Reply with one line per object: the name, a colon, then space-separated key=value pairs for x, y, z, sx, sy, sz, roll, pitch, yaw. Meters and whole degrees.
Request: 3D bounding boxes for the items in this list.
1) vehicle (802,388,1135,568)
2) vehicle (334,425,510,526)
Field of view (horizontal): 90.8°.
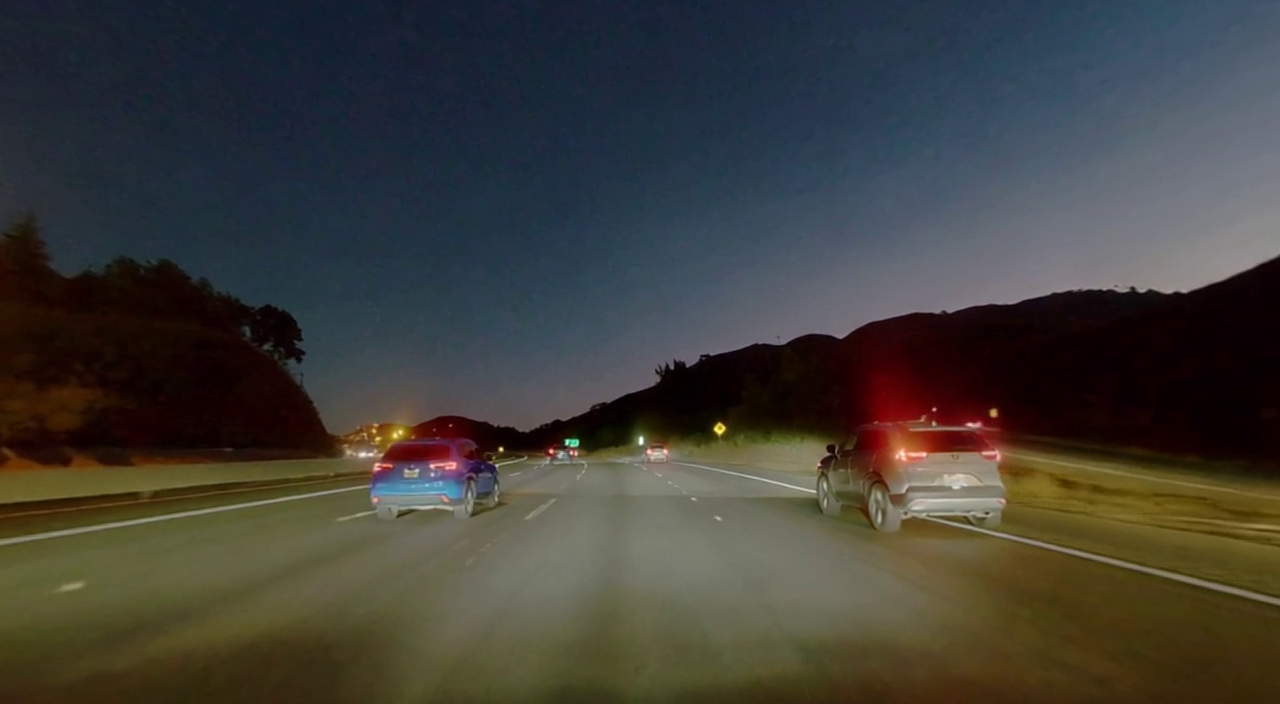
vehicle: x=4.154 y=1.701 z=9.251 sx=2.103 sy=1.903 sz=4.837 roll=0 pitch=-9 yaw=-2
vehicle: x=-4.363 y=2.548 z=13.609 sx=2.213 sy=1.766 sz=4.598 roll=0 pitch=-8 yaw=-1
